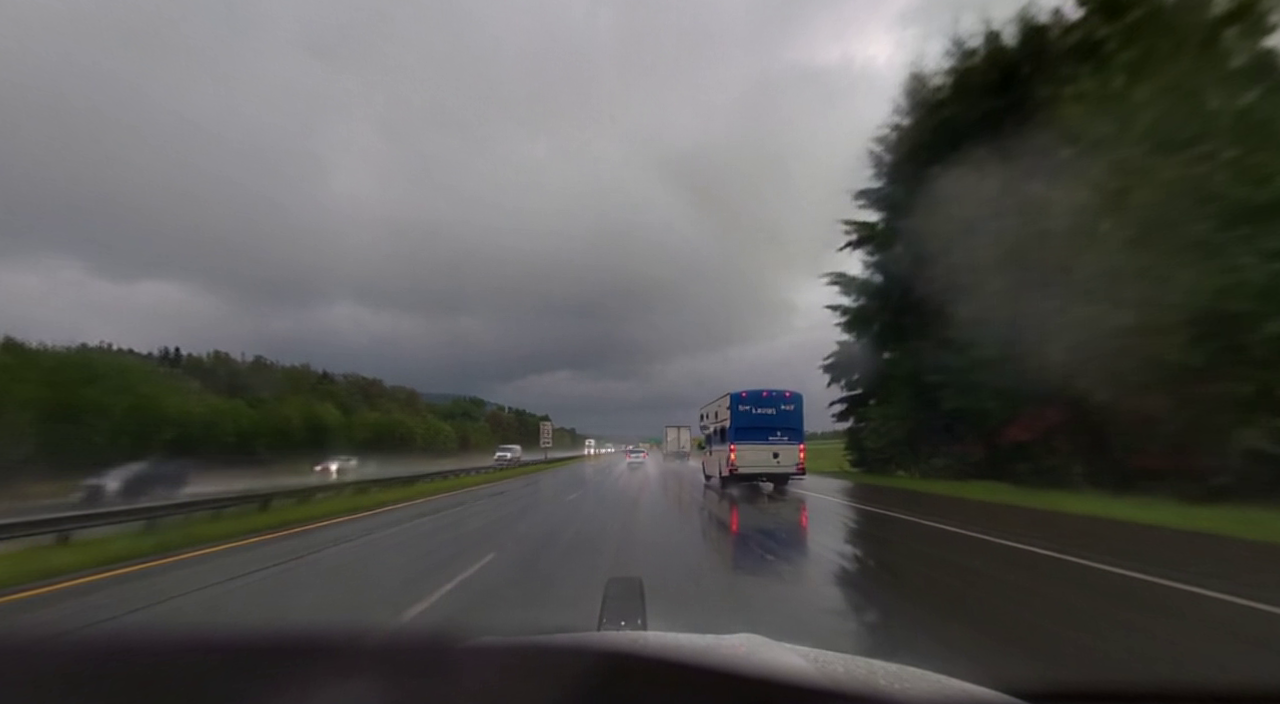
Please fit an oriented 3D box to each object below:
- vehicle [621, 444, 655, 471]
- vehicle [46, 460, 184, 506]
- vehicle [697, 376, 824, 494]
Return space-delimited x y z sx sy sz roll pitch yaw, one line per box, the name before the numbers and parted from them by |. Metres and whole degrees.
vehicle | -0.092 7.027 42.186 2.151 1.678 3.923 0 -9 1
vehicle | -19.260 4.790 23.379 1.732 1.489 3.852 0 -9 1
vehicle | 4.018 3.168 23.454 2.931 3.530 8.760 0 -9 0
